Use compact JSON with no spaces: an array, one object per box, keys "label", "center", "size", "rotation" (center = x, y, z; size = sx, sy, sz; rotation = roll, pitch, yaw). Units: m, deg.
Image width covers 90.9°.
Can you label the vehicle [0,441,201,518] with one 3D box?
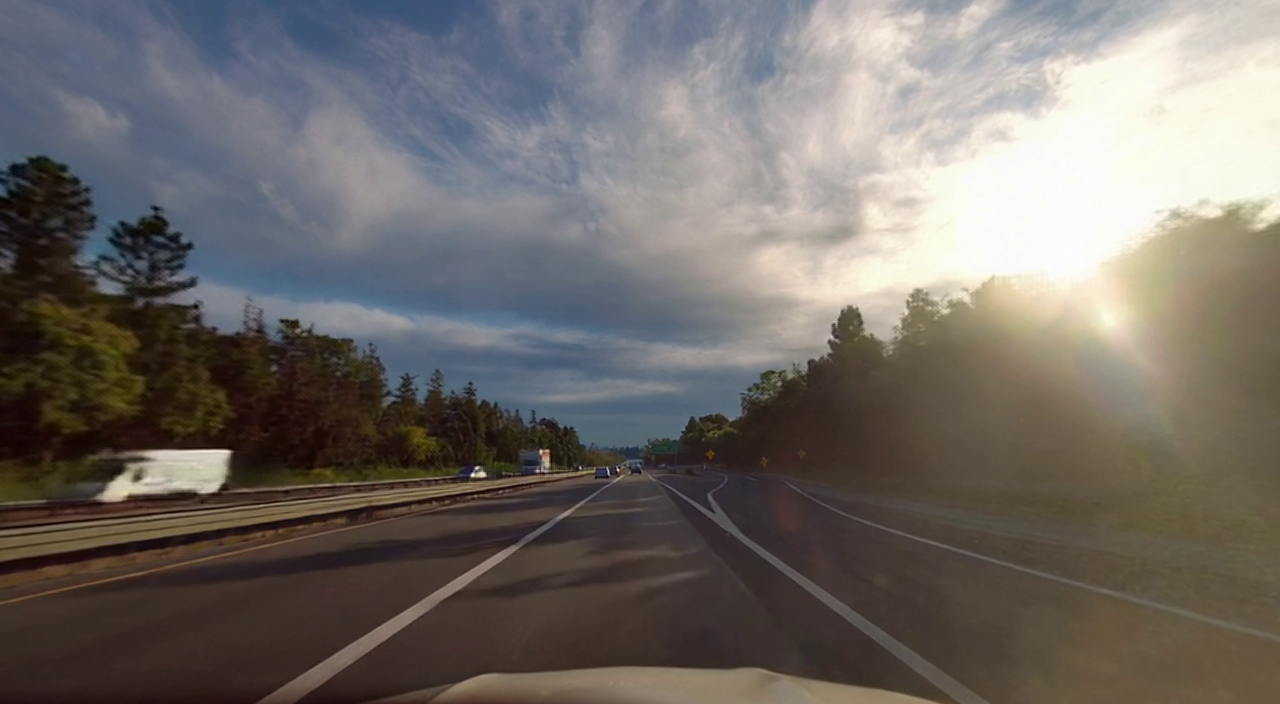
[{"label":"vehicle","center":[-17.065,4.038,20.196],"size":[2.280,2.102,4.976],"rotation":[1,-10,0]}]
